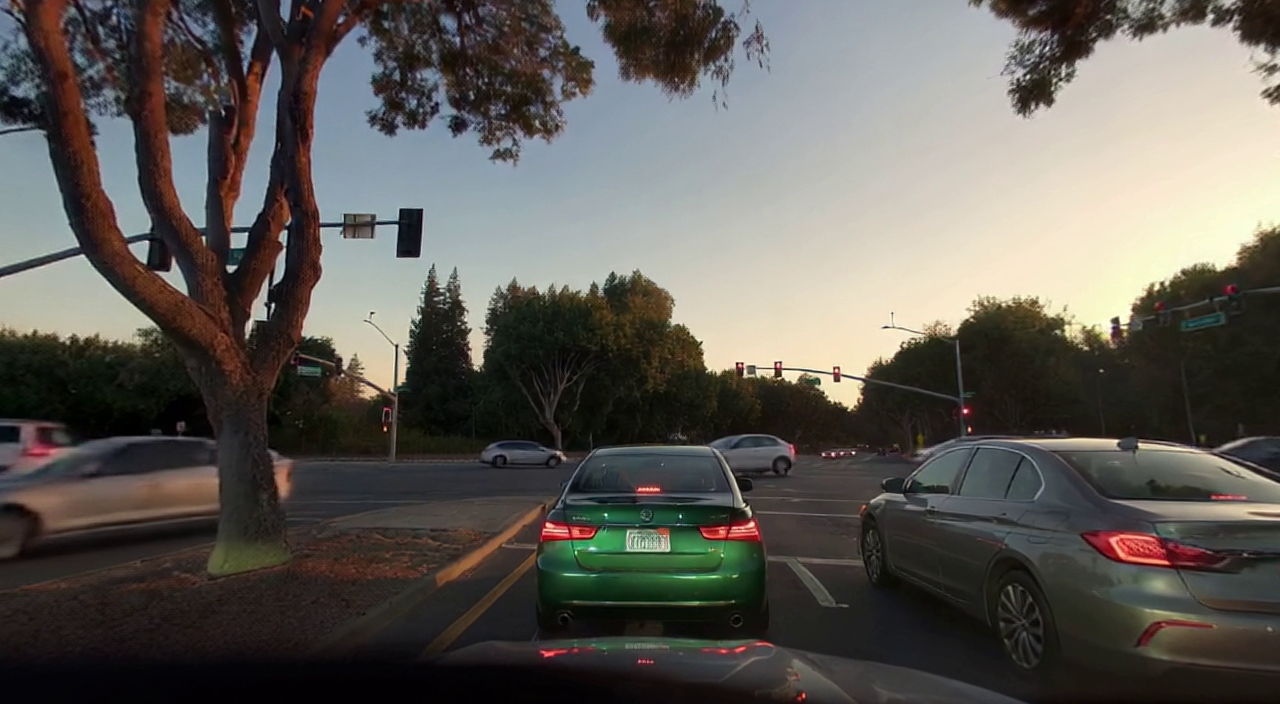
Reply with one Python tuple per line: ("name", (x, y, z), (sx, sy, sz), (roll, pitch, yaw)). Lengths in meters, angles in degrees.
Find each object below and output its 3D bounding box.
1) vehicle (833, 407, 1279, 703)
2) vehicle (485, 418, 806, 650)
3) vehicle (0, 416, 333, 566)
("vehicle", (3.098, 1.300, 4.859), (1.861, 1.479, 4.371), (0, -9, 0))
("vehicle", (0.030, 1.467, 6.150), (2.026, 1.458, 4.175), (0, -9, 0))
("vehicle", (-6.726, 1.670, 8.213), (2.047, 1.473, 4.673), (-3, -9, 22))
